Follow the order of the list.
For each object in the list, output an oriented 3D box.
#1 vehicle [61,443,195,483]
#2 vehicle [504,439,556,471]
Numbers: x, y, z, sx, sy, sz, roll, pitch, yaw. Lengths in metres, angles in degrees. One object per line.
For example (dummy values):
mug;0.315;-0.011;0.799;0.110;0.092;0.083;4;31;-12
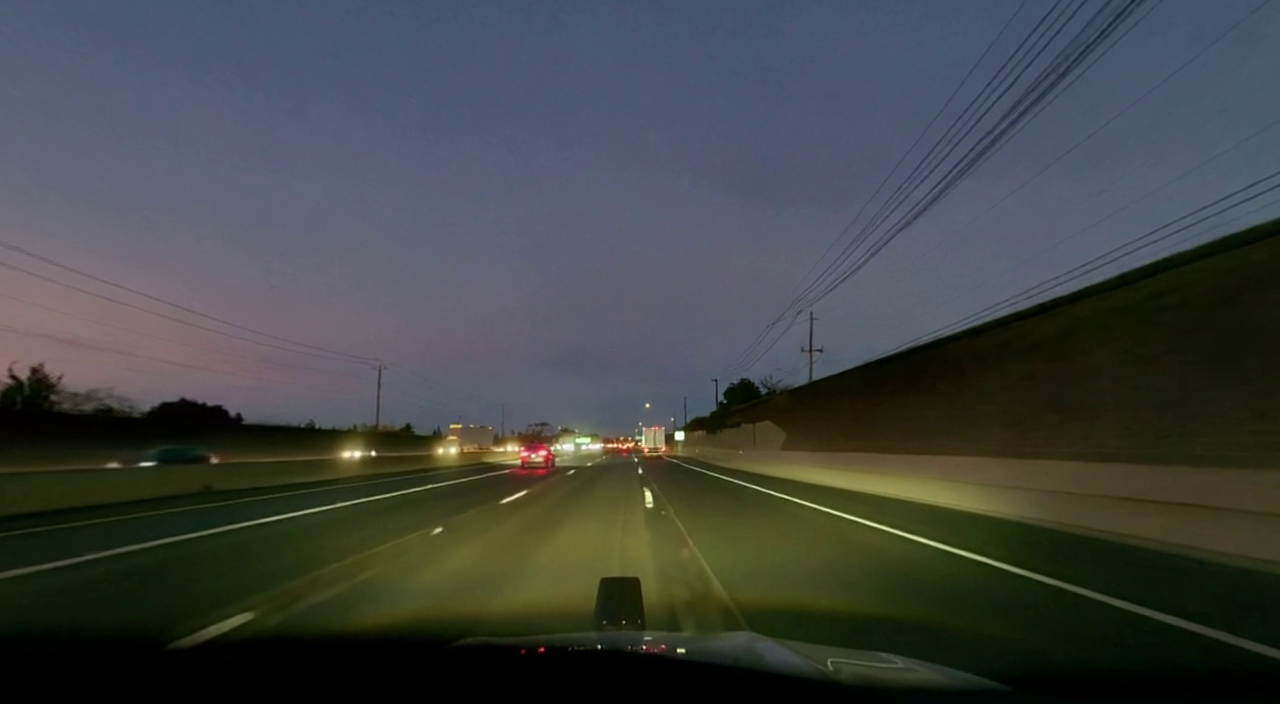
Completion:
vehicle;-20.371;4.409;25.383;1.821;1.473;4.245;0;-8;0
vehicle;-5.956;5.613;34.687;2.064;1.642;4.389;0;-8;0
